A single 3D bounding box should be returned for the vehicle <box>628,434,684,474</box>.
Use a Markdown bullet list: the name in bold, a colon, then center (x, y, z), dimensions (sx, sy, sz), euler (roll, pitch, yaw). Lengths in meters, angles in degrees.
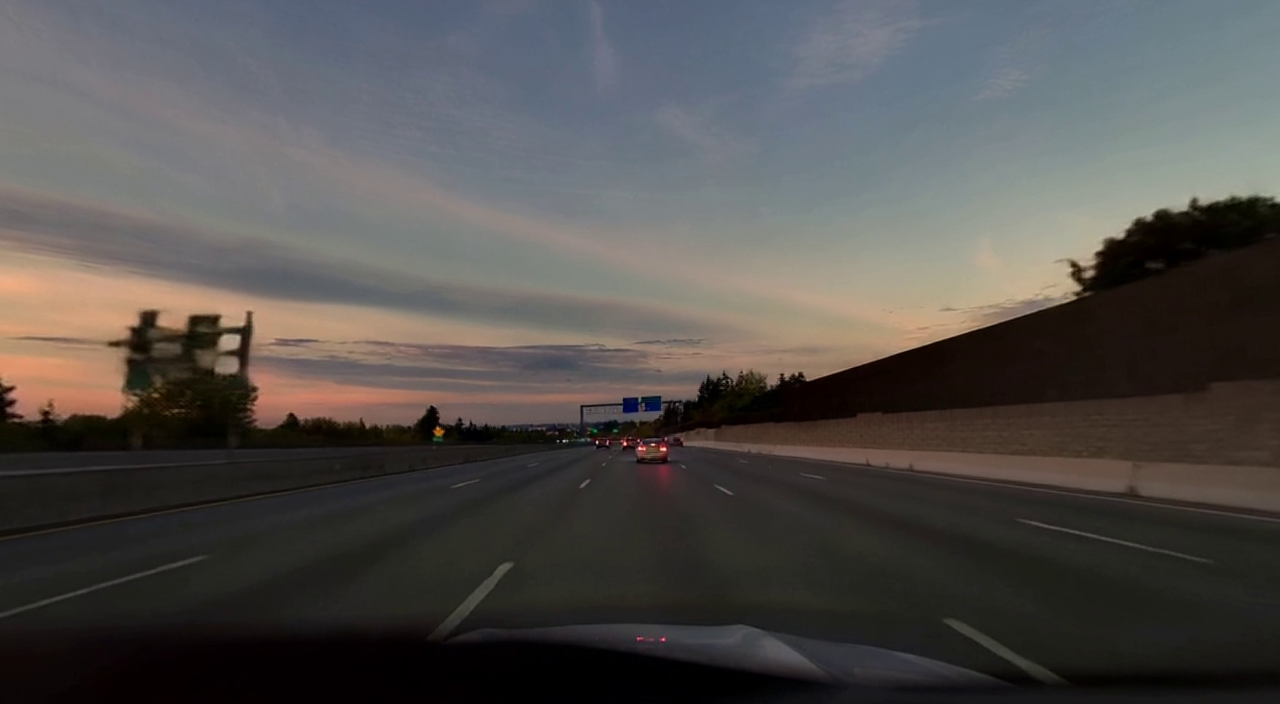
- **vehicle**: center (0.544, 3.977, 24.821), dimensions (2.046, 1.467, 3.844), euler (0, -8, -1)
